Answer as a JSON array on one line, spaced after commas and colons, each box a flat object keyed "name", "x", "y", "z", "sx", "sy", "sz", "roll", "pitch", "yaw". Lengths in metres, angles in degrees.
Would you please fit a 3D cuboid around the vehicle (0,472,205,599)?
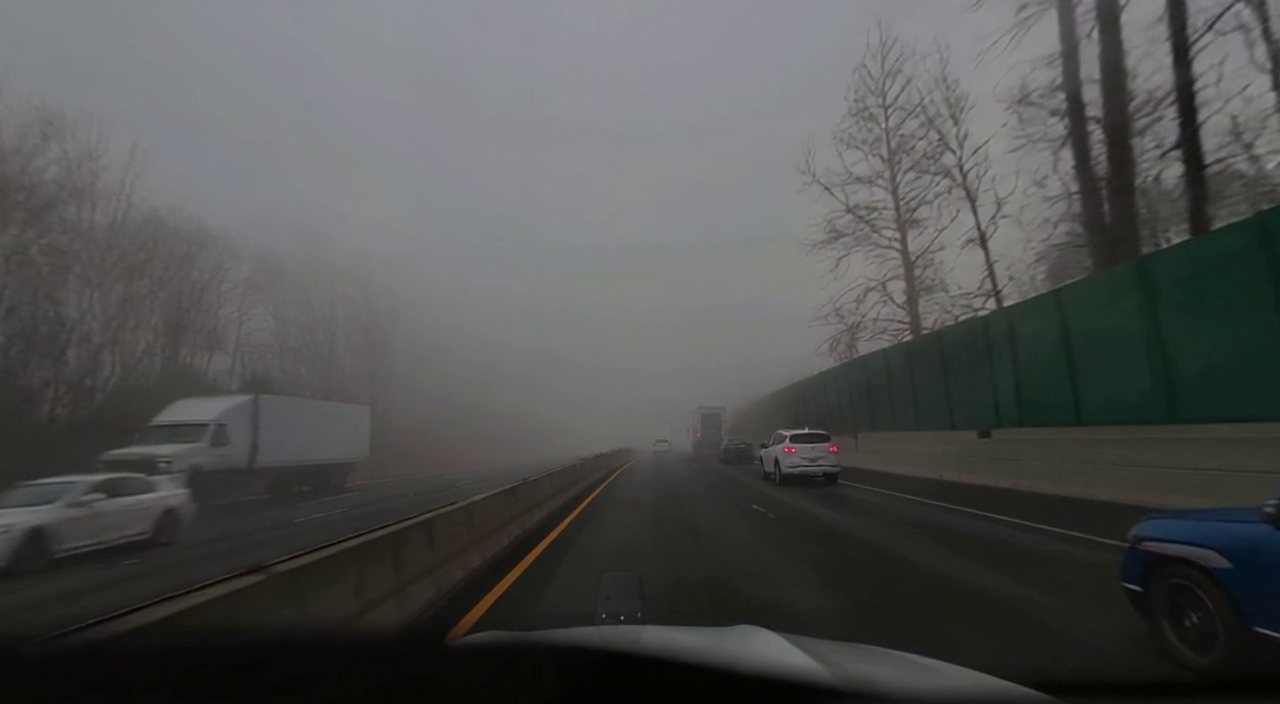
[{"name": "vehicle", "x": -9.277, "y": 2.743, "z": 10.030, "sx": 1.804, "sy": 1.447, "sz": 4.181, "roll": 1, "pitch": -8, "yaw": -2}]

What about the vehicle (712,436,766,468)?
[{"name": "vehicle", "x": 4.950, "y": 5.069, "z": 32.084, "sx": 2.000, "sy": 1.473, "sz": 4.440, "roll": 0, "pitch": -8, "yaw": 0}]

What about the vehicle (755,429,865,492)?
[{"name": "vehicle", "x": 4.609, "y": 2.988, "z": 17.738, "sx": 1.940, "sy": 1.539, "sz": 4.005, "roll": 0, "pitch": -8, "yaw": 0}]

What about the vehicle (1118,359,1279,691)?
[{"name": "vehicle", "x": 4.350, "y": 0.722, "z": 2.037, "sx": 2.110, "sy": 1.684, "sz": 4.390, "roll": 0, "pitch": -8, "yaw": 0}]

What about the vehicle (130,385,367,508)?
[{"name": "vehicle", "x": -13.951, "y": 3.546, "z": 23.981, "sx": 2.992, "sy": 3.720, "sz": 9.676, "roll": 1, "pitch": -8, "yaw": -2}]
